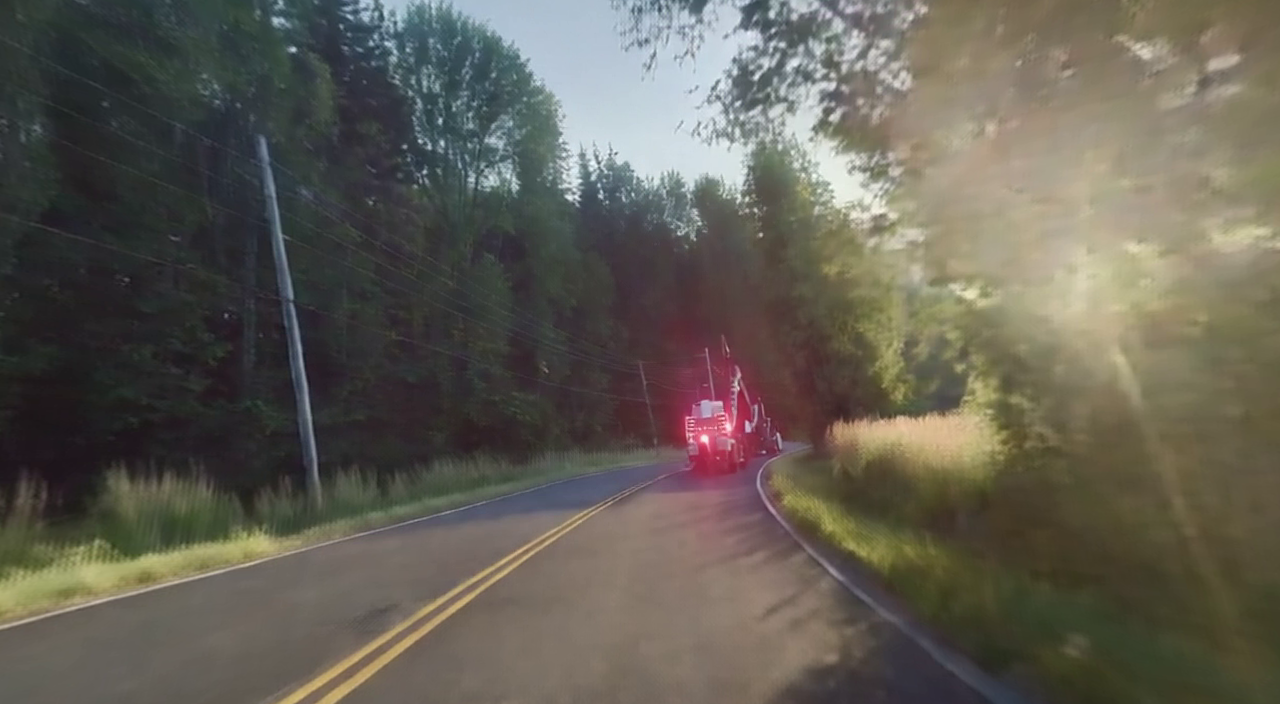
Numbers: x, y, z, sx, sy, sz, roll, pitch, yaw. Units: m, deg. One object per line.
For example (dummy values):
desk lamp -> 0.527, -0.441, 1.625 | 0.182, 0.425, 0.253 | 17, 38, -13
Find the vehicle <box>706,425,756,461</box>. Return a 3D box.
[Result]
vehicle -> 5.634, 5.564, 38.548 | 2.376, 2.051, 5.366 | -2, -9, 14

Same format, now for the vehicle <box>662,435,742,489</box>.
vehicle -> 2.031, 3.357, 19.626 | 2.196, 1.465, 4.294 | -1, -9, 9
